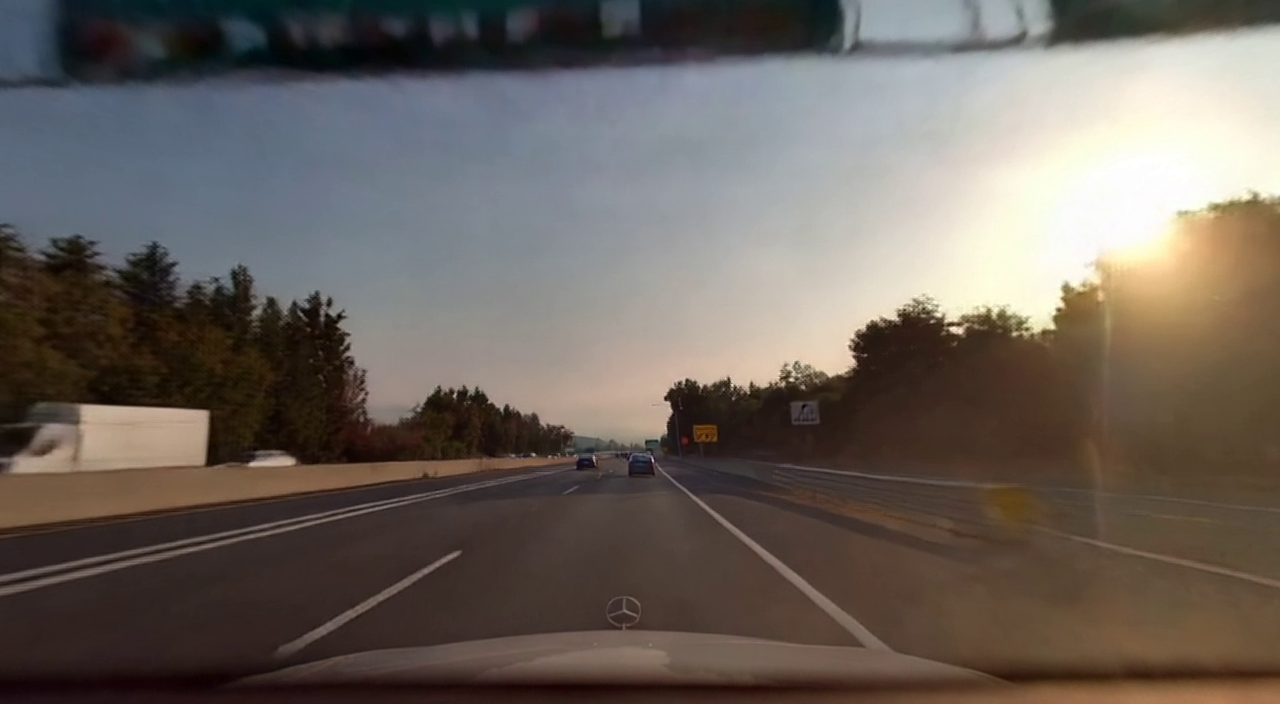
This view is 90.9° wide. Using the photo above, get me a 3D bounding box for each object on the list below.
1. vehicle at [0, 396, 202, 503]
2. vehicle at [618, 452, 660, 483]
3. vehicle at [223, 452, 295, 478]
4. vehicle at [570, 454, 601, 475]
[{"bbox_3d":[-23.928,4.301,27.538,2.934,3.856,9.459,0,-9,-2],"label":"vehicle"},{"bbox_3d":[-0.055,5.873,32.195,2.002,1.449,3.612,0,-9,-1],"label":"vehicle"},{"bbox_3d":[-24.443,7.264,40.662,1.942,1.583,4.563,0,-9,-3],"label":"vehicle"},{"bbox_3d":[-3.977,8.324,46.756,1.877,1.504,3.799,0,-9,1],"label":"vehicle"}]
